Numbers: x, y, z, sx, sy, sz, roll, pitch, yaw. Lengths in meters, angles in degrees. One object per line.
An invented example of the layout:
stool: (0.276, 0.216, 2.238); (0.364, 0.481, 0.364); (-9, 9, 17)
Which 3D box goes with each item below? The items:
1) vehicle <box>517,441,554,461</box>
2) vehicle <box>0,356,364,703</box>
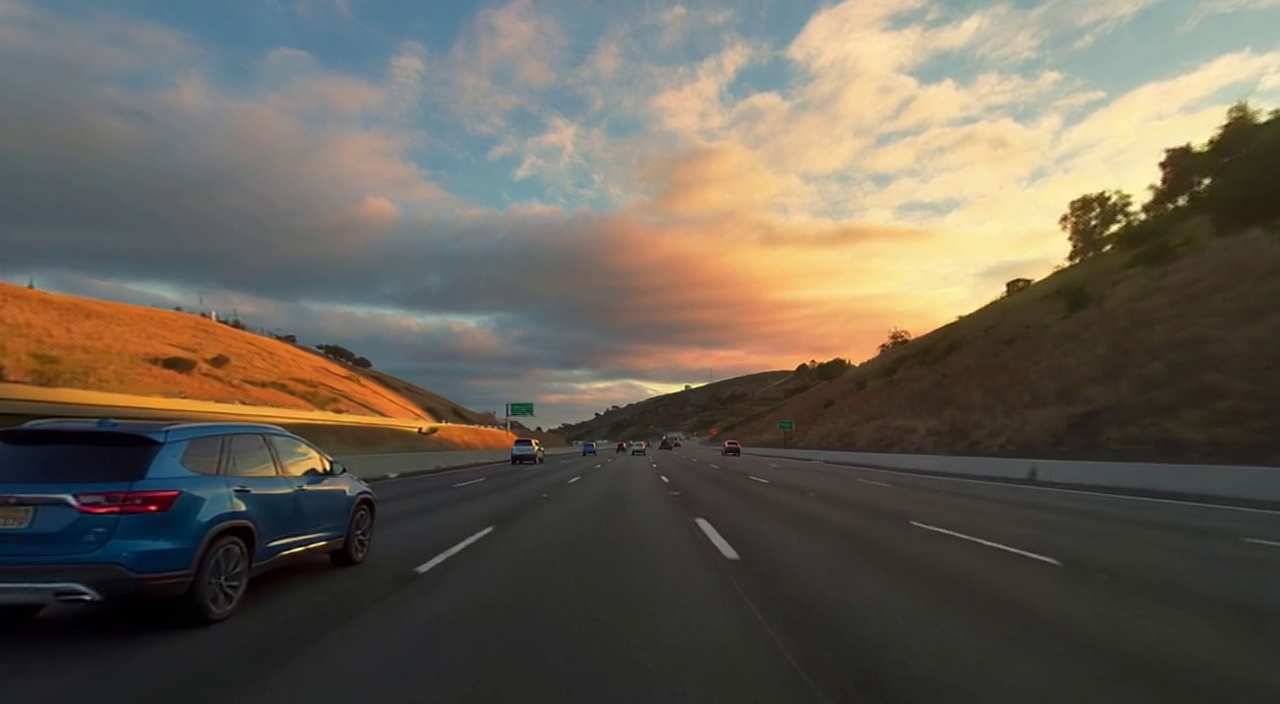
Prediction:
vehicle: (-8.029, 7.693, 48.989); (2.054, 1.474, 4.450); (0, -9, 1)
vehicle: (-3.855, 1.072, 4.042); (2.047, 1.715, 4.689); (0, -9, 0)
